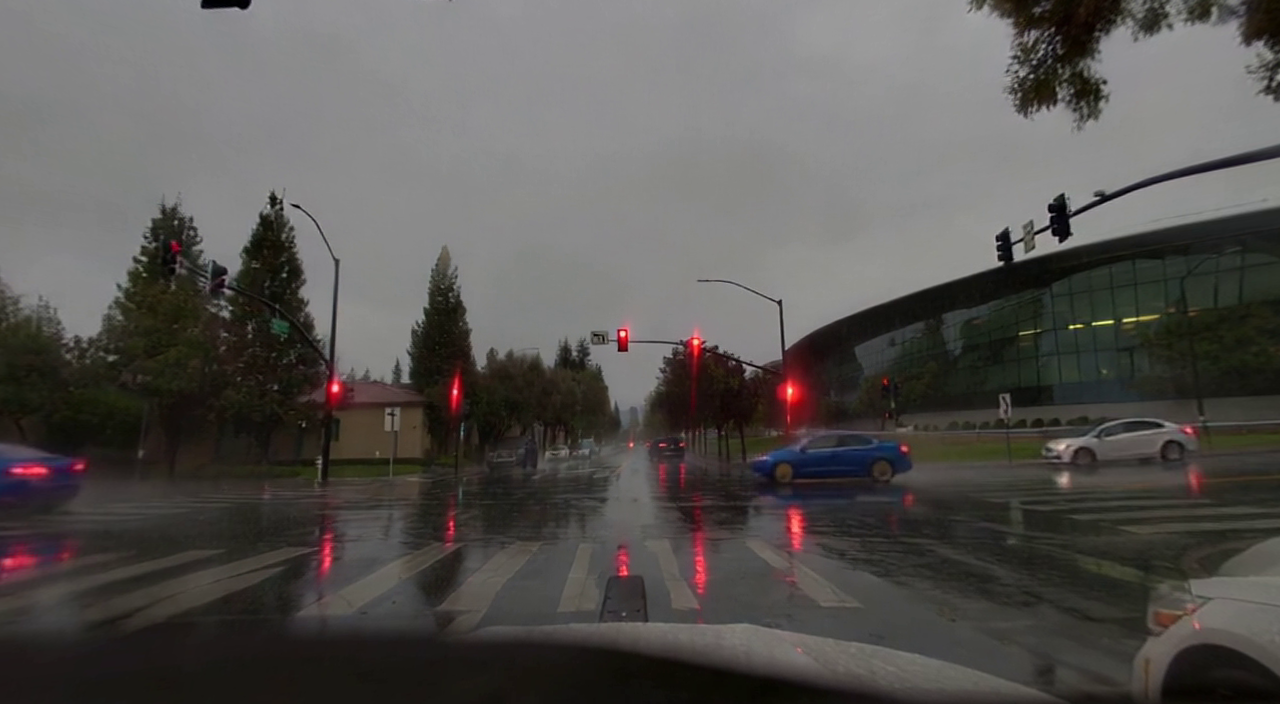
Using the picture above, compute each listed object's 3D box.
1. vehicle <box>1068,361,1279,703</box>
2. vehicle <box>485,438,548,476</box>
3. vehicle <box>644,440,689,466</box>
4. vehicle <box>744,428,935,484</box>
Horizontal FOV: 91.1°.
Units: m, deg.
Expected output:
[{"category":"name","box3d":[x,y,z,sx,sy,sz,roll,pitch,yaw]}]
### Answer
[{"category":"vehicle","box3d":[2.885,0.664,0.831,1.947,1.576,3.825,0,-8,1]},{"category":"vehicle","box3d":[-5.963,5.102,30.778,2.115,1.690,4.322,0,-8,1]},{"category":"vehicle","box3d":[1.541,6.090,38.166,2.031,1.442,4.446,1,-8,-7]},{"category":"vehicle","box3d":[5.364,2.857,17.372,4.613,1.443,1.883,0,-8,0]}]
